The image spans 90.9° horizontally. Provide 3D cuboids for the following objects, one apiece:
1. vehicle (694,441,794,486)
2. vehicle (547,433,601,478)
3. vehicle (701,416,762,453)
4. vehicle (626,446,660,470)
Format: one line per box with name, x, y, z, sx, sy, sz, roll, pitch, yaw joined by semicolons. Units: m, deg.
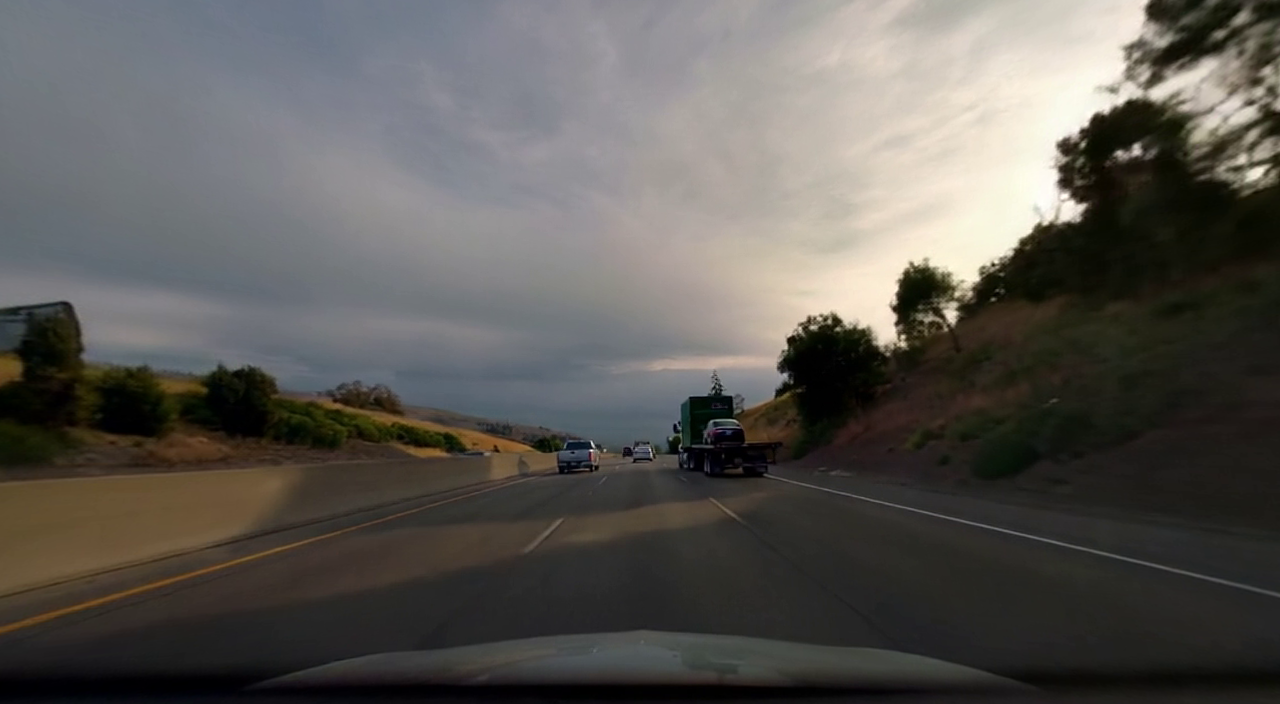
vehicle;4.132;4.749;27.296;2.654;1.574;9.537;0;-9;-1
vehicle;-3.188;5.140;31.337;2.142;2.044;4.446;0;-9;1
vehicle;4.022;3.776;28.433;1.968;1.547;4.215;0;-9;-2
vehicle;0.199;6.918;41.167;2.086;1.497;3.681;0;-9;0
